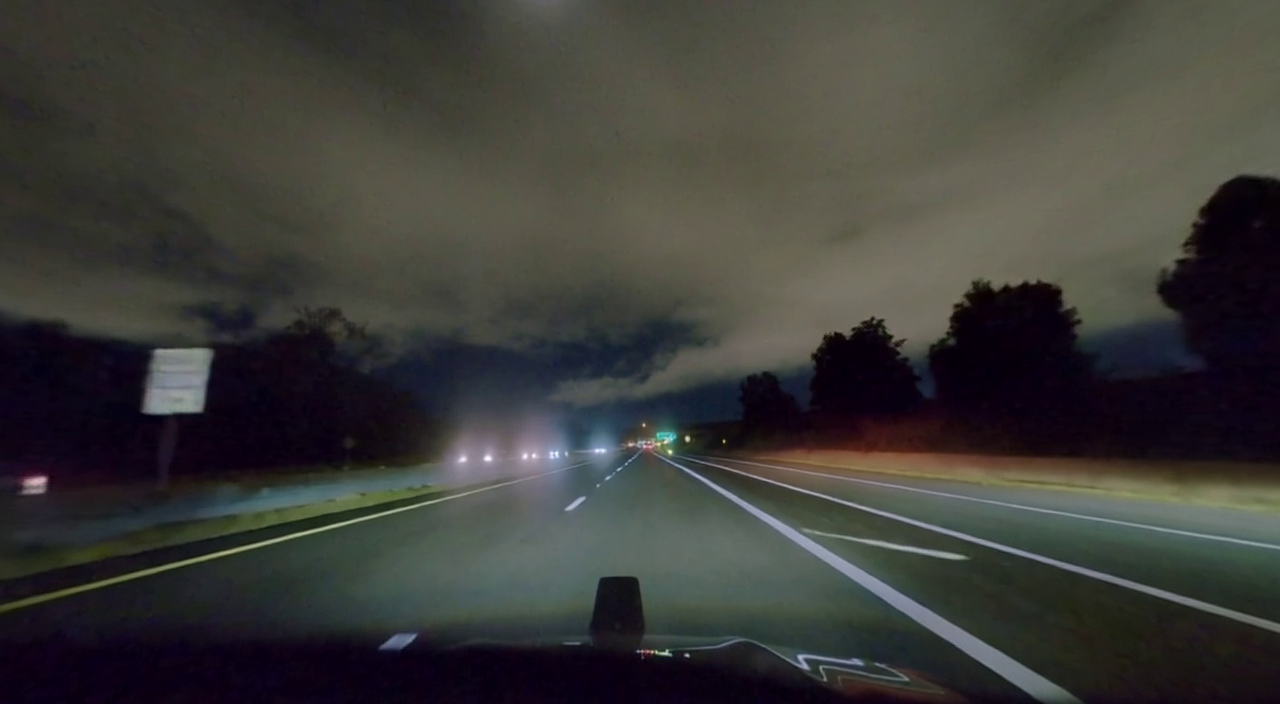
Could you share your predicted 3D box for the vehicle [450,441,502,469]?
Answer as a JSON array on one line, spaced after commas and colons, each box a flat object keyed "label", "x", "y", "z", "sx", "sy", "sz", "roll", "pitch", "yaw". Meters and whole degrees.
[{"label": "vehicle", "x": -11.866, "y": 7.480, "z": 46.047, "sx": 2.197, "sy": 1.891, "sz": 5.624, "roll": 0, "pitch": -9, "yaw": 1}]
